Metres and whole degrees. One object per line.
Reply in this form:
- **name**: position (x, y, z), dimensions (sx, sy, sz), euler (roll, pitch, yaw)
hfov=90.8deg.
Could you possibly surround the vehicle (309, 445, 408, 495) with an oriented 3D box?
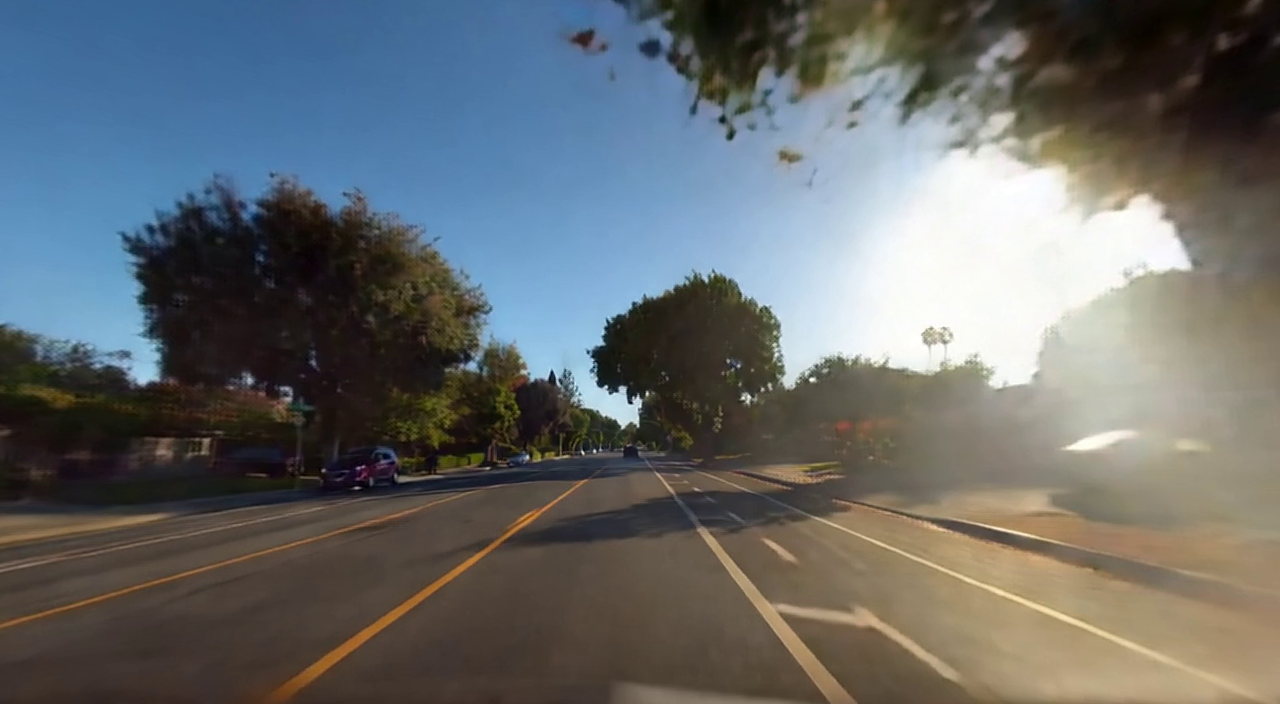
- **vehicle**: position (-11.893, 5.012, 27.124), dimensions (2.062, 1.821, 4.880), euler (-3, -10, -1)

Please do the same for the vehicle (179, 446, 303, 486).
- **vehicle**: position (-19.476, 5.559, 30.989), dimensions (4.668, 1.824, 1.999), euler (0, -9, -1)

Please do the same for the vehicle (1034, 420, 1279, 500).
- **vehicle**: position (12.058, 2.494, 14.747), dimensions (4.194, 1.680, 2.150), euler (0, -9, 1)
